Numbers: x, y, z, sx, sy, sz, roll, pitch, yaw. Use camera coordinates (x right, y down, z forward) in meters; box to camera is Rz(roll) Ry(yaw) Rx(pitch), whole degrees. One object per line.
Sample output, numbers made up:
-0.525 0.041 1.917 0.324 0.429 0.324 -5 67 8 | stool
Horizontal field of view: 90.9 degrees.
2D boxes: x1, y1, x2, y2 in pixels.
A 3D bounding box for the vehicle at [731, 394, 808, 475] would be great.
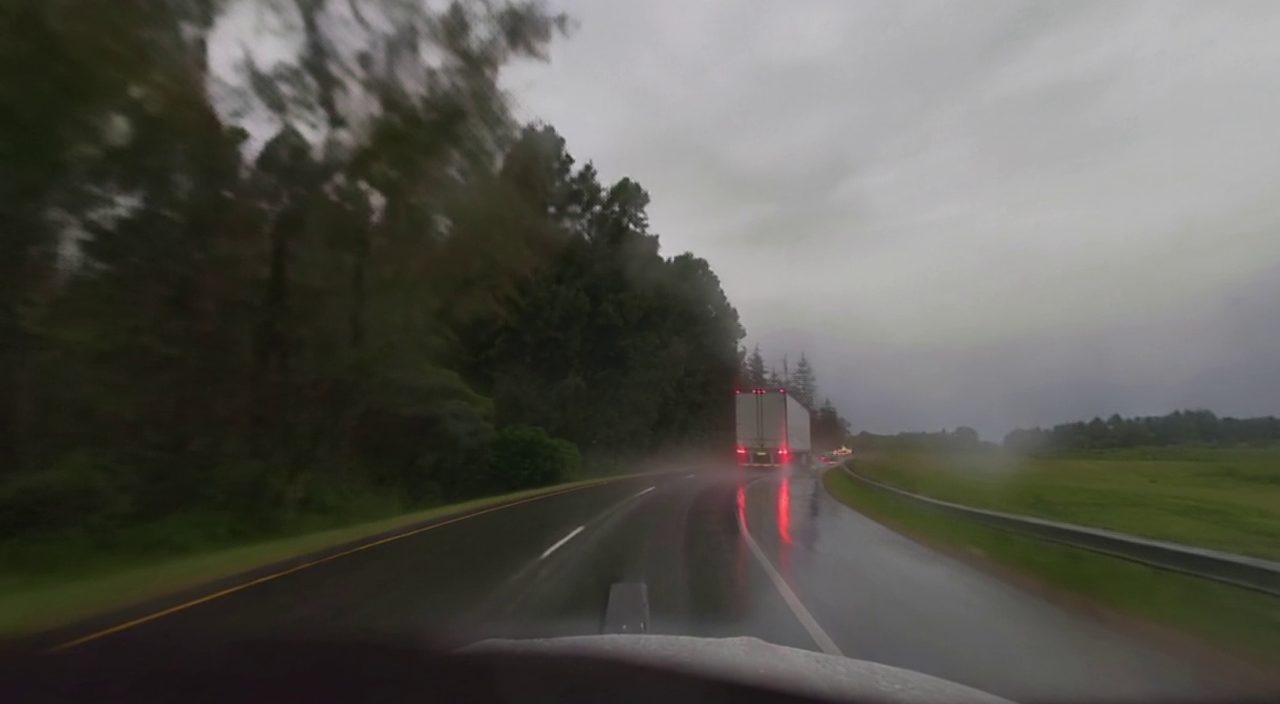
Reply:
8.496 5.322 39.661 3.087 4.178 13.682 -3 -9 18 | vehicle
